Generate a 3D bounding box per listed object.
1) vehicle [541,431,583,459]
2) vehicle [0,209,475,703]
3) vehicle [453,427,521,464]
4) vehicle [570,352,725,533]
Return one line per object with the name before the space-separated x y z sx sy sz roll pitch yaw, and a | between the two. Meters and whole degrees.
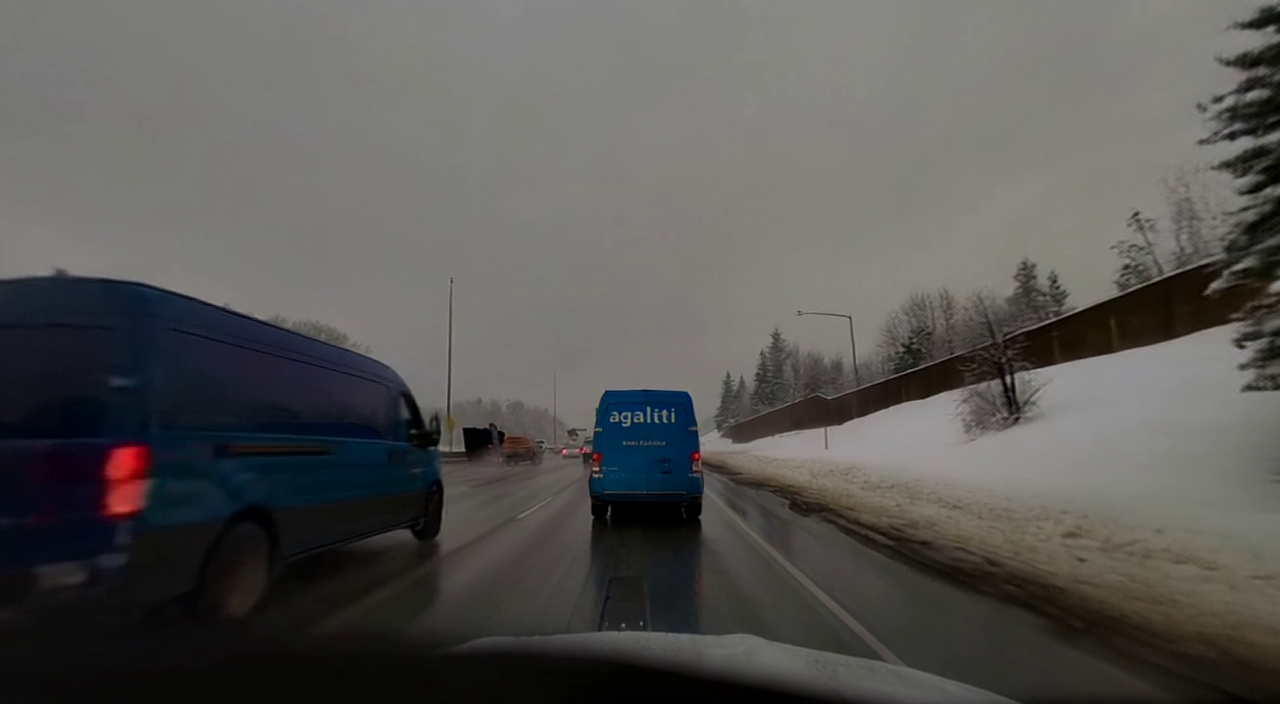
vehicle | -5.963 7.222 48.809 2.302 2.007 5.490 0 -8 3
vehicle | -3.670 0.981 5.293 2.597 2.163 6.860 0 -8 1
vehicle | -9.723 6.036 40.763 2.566 2.158 5.957 -1 -8 3
vehicle | 0.114 1.819 12.793 2.316 2.738 6.398 0 -8 0
